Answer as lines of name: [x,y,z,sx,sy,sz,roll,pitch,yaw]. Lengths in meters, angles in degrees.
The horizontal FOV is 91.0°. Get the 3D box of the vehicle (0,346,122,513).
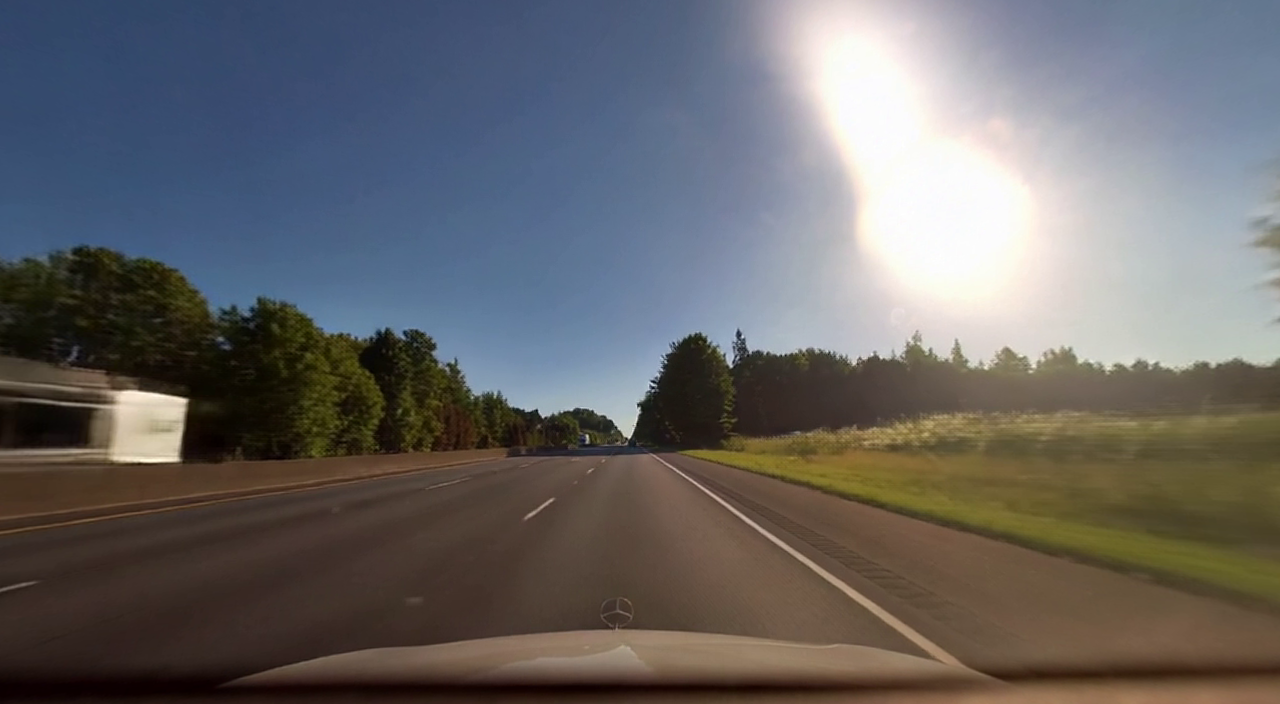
vehicle: [-17.341,1.848,15.062,3.011,4.097,8.046,0,-8,-1]
